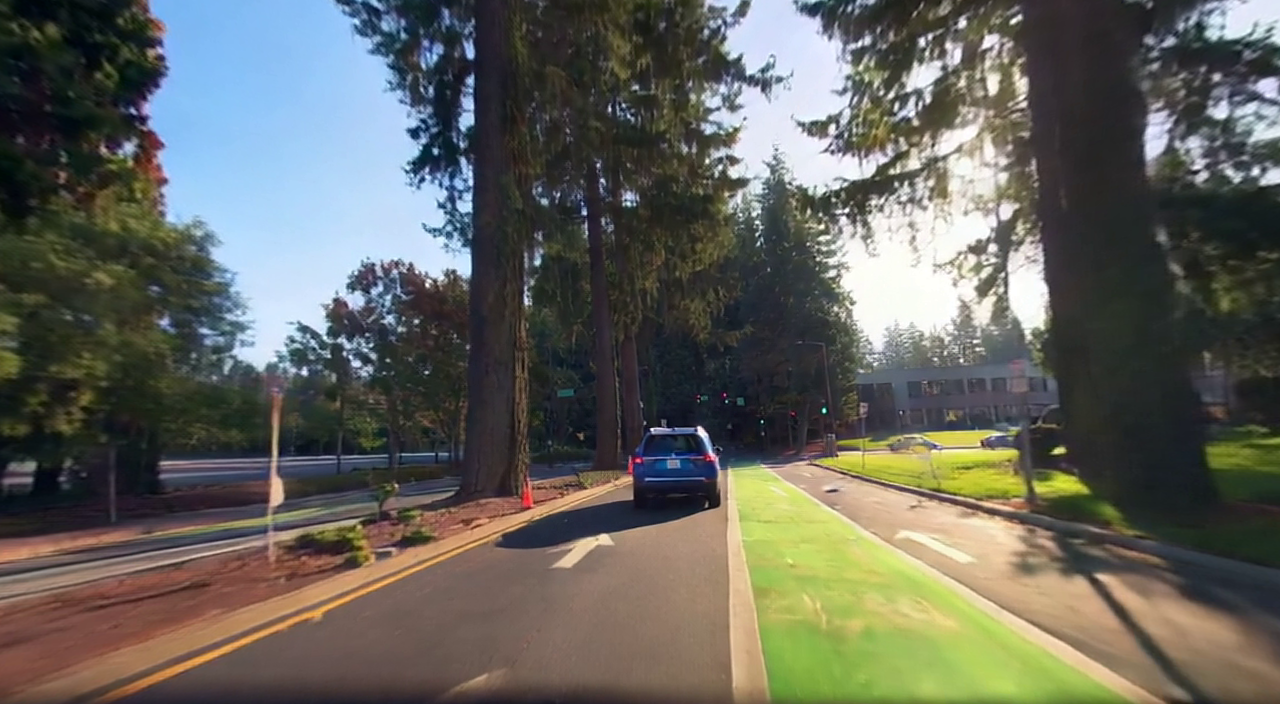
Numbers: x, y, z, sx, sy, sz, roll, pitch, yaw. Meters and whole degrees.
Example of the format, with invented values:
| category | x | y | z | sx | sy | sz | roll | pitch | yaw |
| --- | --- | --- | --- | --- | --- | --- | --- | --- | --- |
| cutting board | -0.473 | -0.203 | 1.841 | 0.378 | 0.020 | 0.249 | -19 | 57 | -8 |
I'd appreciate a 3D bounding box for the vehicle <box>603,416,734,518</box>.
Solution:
| category | x | y | z | sx | sy | sz | roll | pitch | yaw |
| --- | --- | --- | --- | --- | --- | --- | --- | --- | --- |
| vehicle | 0.779 | 2.409 | 13.654 | 2.339 | 1.790 | 4.629 | -1 | -9 | 7 |
